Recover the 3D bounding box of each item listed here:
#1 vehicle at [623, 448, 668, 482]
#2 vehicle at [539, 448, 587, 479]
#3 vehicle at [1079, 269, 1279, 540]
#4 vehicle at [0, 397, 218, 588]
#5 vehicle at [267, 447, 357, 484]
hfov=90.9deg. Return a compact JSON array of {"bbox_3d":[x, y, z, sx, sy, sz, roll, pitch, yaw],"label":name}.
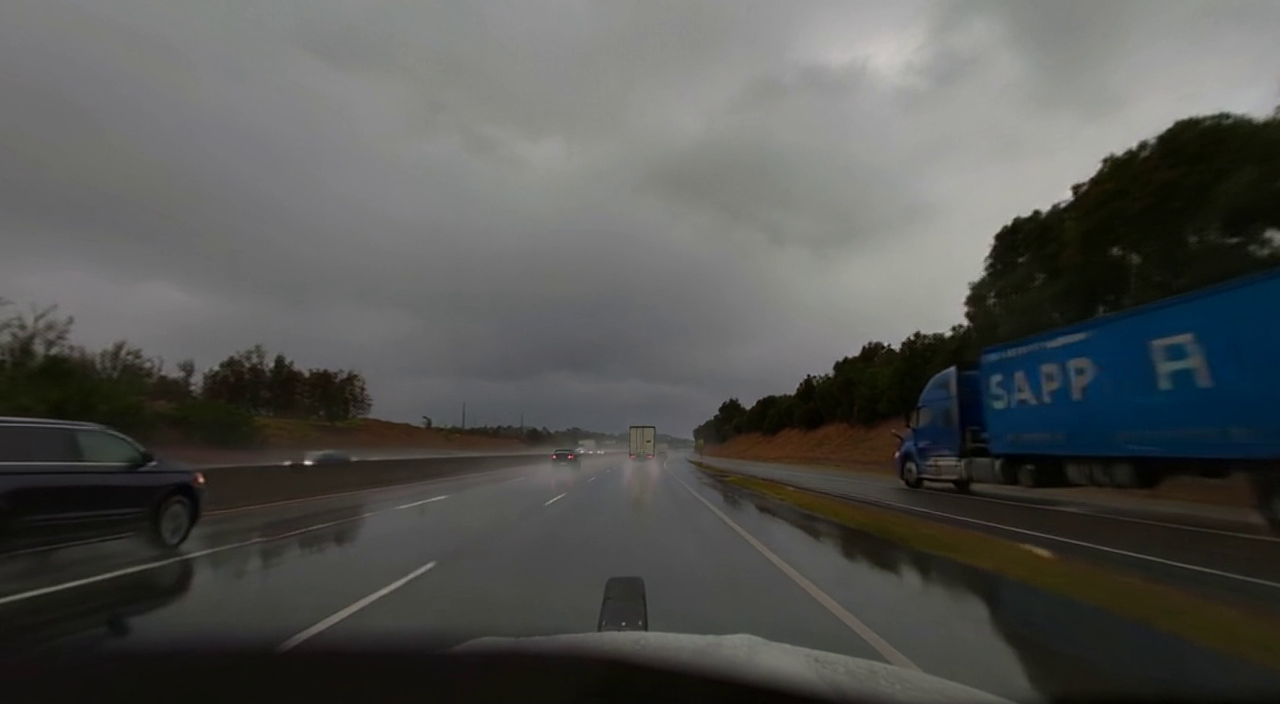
[{"bbox_3d":[0.205,5.298,29.816,1.991,1.507,3.391,0,-9,-1],"label":"vehicle"},{"bbox_3d":[-4.047,5.951,33.869,2.018,1.504,4.431,0,-9,0],"label":"vehicle"},{"bbox_3d":[11.432,0.681,8.910,3.020,4.143,9.468,0,-9,-4],"label":"vehicle"},{"bbox_3d":[-7.520,1.466,6.716,2.316,1.875,5.337,0,-9,0],"label":"vehicle"},{"bbox_3d":[-15.254,5.282,29.555,1.858,1.562,4.315,0,-9,0],"label":"vehicle"}]
